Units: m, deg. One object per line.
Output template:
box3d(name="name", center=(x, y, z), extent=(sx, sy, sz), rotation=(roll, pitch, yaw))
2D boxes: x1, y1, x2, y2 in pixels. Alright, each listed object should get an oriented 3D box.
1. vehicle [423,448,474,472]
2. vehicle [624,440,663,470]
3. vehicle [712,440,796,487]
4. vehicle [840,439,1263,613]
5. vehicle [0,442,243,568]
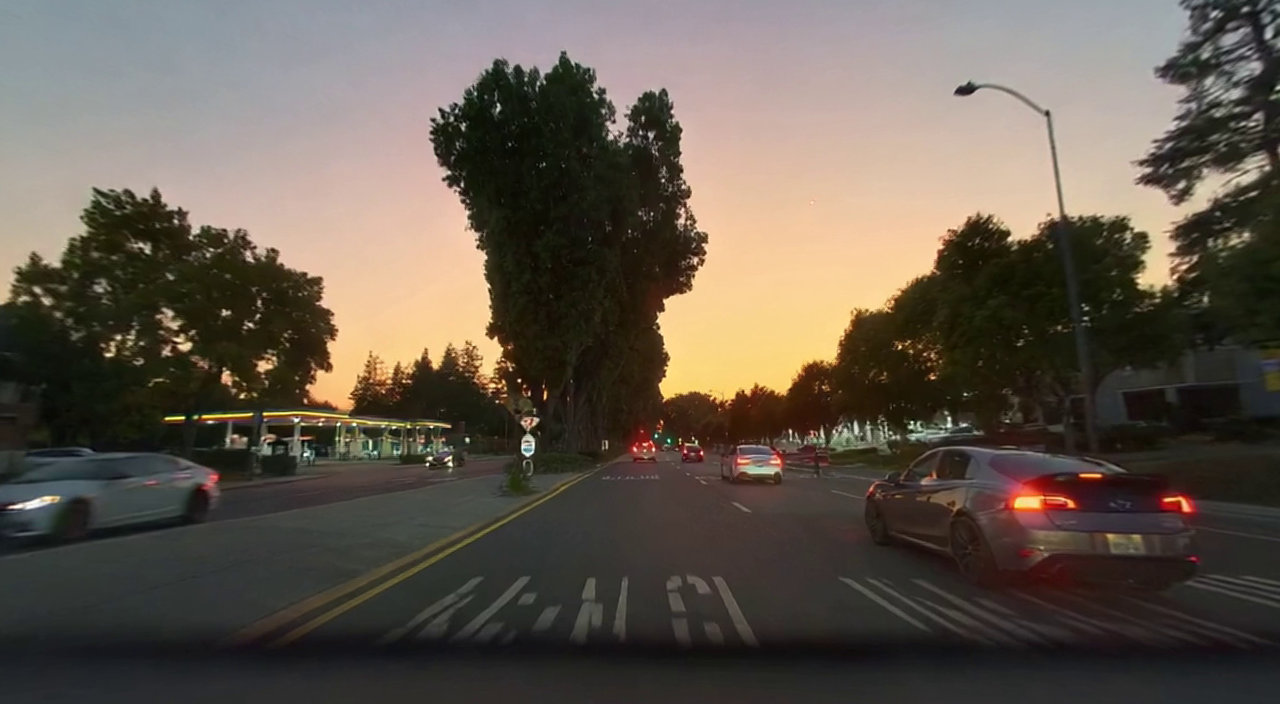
box3d(name="vehicle", center=(-12.994, 7.327, 42.886), extent=(1.937, 1.501, 4.520), rotation=(0, -8, 1))
box3d(name="vehicle", center=(0.244, 6.092, 37.330), extent=(2.172, 1.694, 4.055), rotation=(0, -8, 2))
box3d(name="vehicle", center=(3.968, 3.962, 22.752), extent=(2.119, 1.509, 4.756), rotation=(0, -9, 0))
box3d(name="vehicle", center=(4.116, 1.768, 7.492), extent=(1.944, 1.404, 4.597), rotation=(0, -9, 0))
box3d(name="vehicle", center=(-8.624, 2.156, 9.688), extent=(1.996, 1.496, 4.508), rotation=(0, -8, 1))
